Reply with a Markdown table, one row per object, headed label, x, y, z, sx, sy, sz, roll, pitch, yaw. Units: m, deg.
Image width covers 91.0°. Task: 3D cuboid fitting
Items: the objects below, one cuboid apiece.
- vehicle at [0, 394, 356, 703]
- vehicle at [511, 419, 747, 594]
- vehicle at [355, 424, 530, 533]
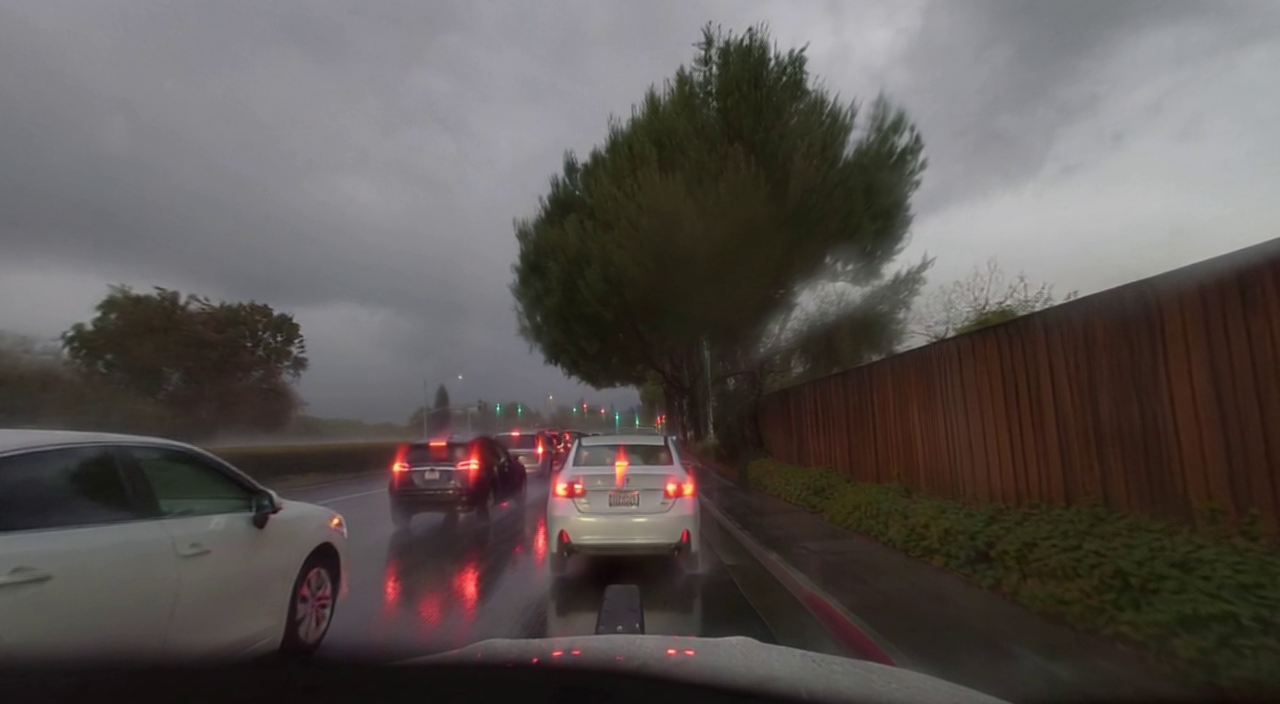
| label | x | y | z | sx | sy | sz | roll | pitch | yaw |
| --- | --- | --- | --- | --- | --- | --- | --- | --- | --- |
| vehicle | -3.161 | 0.948 | 2.386 | 1.980 | 1.520 | 4.636 | 0 | -8 | 0 |
| vehicle | -0.131 | 1.598 | 7.334 | 1.995 | 1.460 | 3.865 | 0 | -8 | -1 |
| vehicle | -3.228 | 2.135 | 11.118 | 1.850 | 1.582 | 3.688 | 0 | -8 | 0 |
